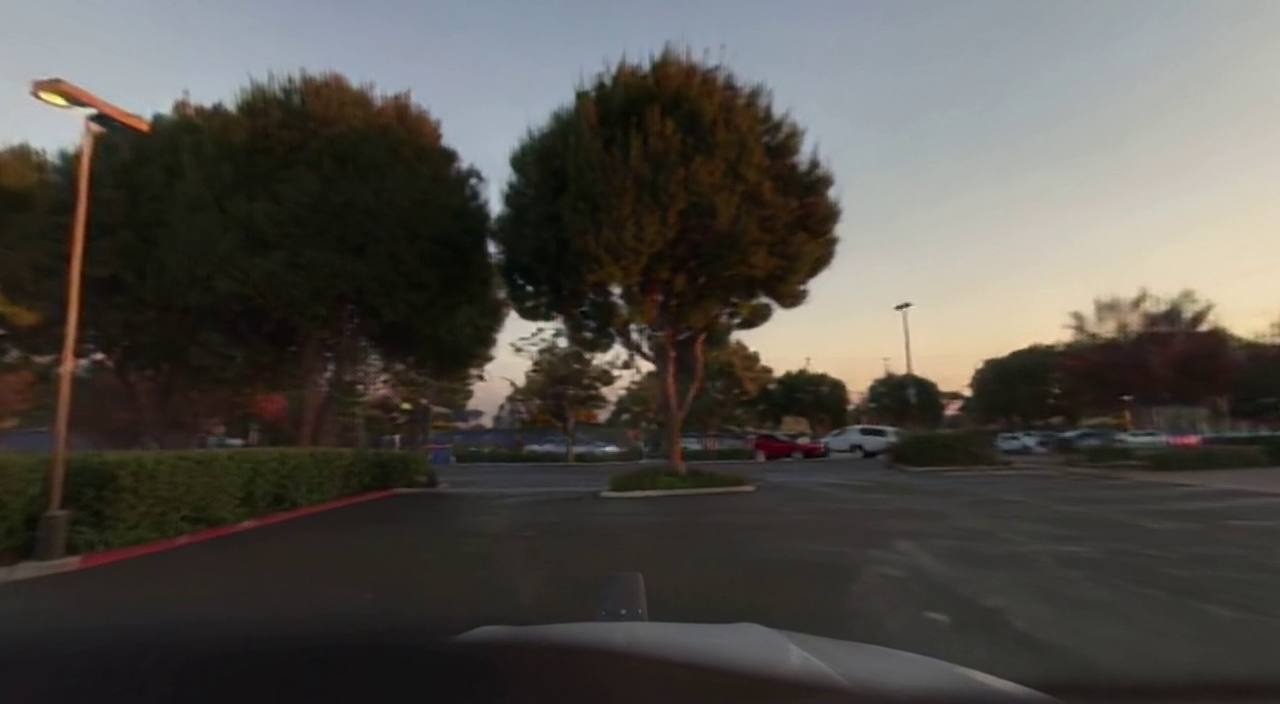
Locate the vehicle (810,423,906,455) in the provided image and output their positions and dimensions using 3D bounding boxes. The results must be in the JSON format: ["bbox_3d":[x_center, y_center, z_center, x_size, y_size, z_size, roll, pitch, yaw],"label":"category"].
[{"bbox_3d":[12.360,4.926,35.995,4.660,1.687,1.981,-1,-7,-3],"label":"vehicle"}]

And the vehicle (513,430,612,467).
[{"bbox_3d":[-3.399,4.288,28.260,4.030,1.556,2.057,-1,-8,5],"label":"vehicle"}]

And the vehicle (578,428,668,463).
[{"bbox_3d":[-0.924,5.283,35.891,4.939,1.664,2.055,-1,-3,0],"label":"vehicle"}]

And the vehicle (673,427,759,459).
[{"bbox_3d":[4.251,5.218,36.019,4.666,1.634,1.816,1,-11,-1],"label":"vehicle"}]

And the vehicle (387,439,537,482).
[{"bbox_3d":[-6.306,3.881,22.790,4.772,1.441,1.976,0,-7,1],"label":"vehicle"}]

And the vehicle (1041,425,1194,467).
[{"bbox_3d":[17.335,3.403,23.079,4.106,1.449,1.760,0,-7,0],"label":"vehicle"}]

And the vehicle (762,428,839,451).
[{"bbox_3d":[10.700,5.821,42.230,4.601,1.484,1.839,1,-8,-6],"label":"vehicle"}]
